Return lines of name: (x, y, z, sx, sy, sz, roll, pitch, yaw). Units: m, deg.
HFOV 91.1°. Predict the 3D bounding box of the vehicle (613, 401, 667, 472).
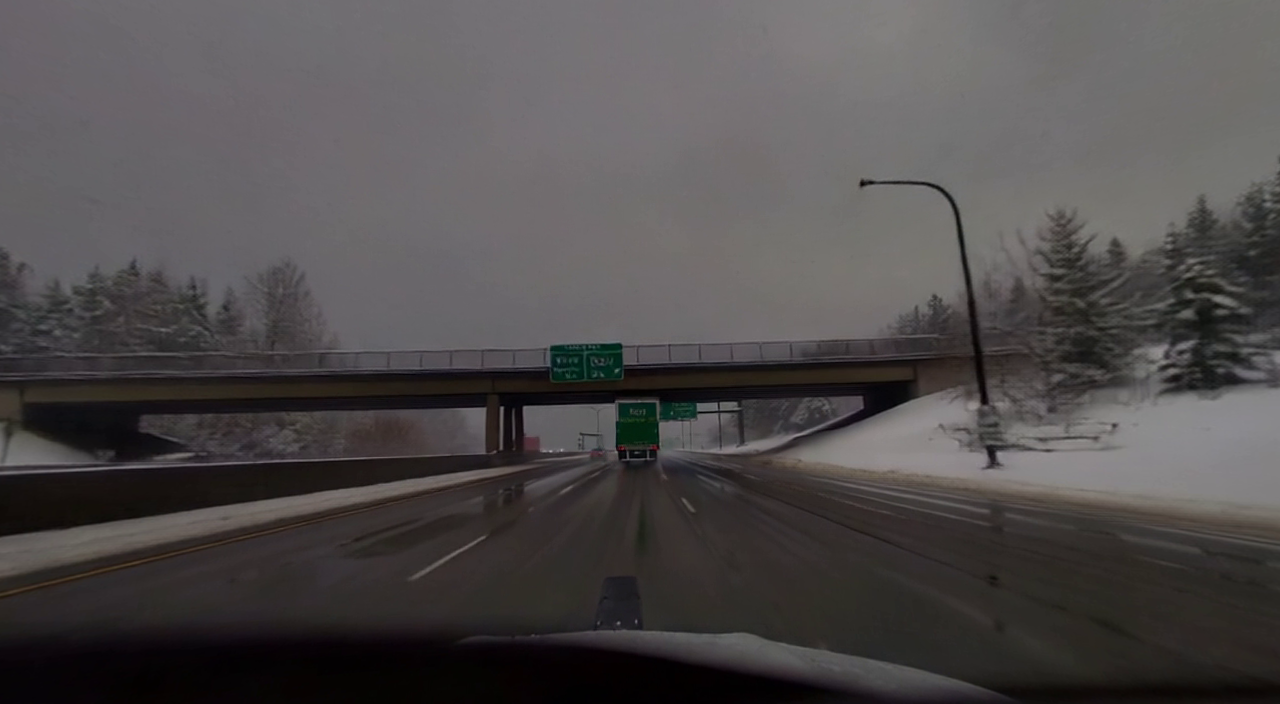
vehicle: (-0.122, 5.753, 42.149, 3.025, 4.002, 12.709, 0, -9, -1)
